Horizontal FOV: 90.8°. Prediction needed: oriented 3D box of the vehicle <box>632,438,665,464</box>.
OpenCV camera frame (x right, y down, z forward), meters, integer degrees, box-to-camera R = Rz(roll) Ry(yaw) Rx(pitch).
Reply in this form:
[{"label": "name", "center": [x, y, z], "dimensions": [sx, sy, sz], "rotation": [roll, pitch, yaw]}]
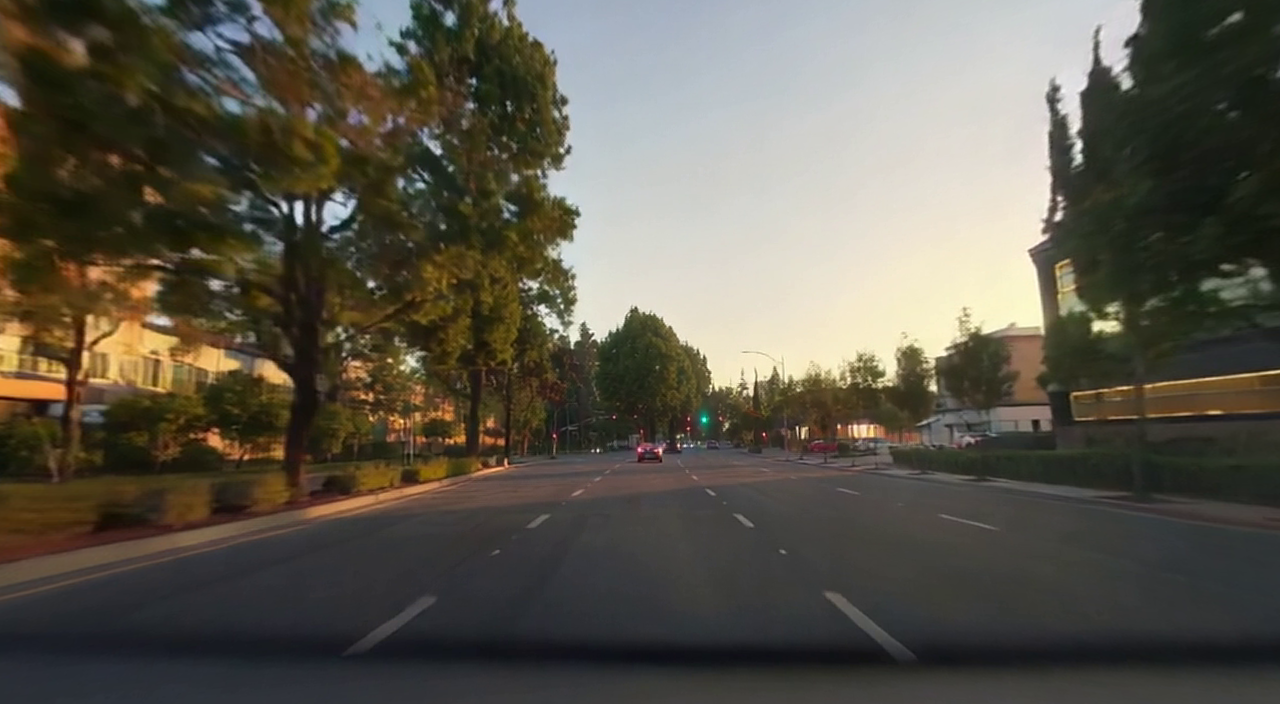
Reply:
[{"label": "vehicle", "center": [0.607, 6.357, 40.719], "dimensions": [2.037, 1.568, 3.693], "rotation": [0, -8, 2]}]
